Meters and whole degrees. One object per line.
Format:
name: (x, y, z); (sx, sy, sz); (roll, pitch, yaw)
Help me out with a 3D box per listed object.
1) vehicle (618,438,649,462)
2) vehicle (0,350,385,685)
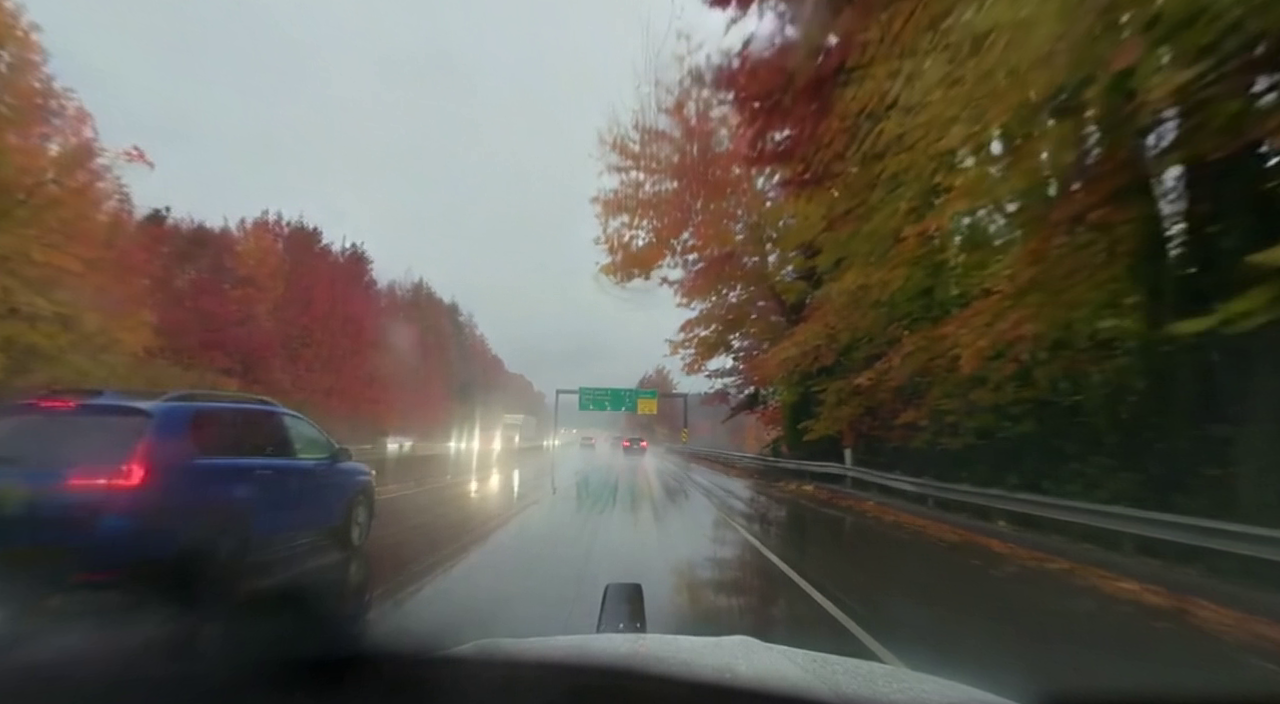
vehicle: (-0.459, 6.452, 41.691); (1.939, 1.497, 3.863); (0, -8, -1)
vehicle: (-4.064, 1.141, 5.404); (1.924, 1.720, 4.195); (0, -8, 1)
